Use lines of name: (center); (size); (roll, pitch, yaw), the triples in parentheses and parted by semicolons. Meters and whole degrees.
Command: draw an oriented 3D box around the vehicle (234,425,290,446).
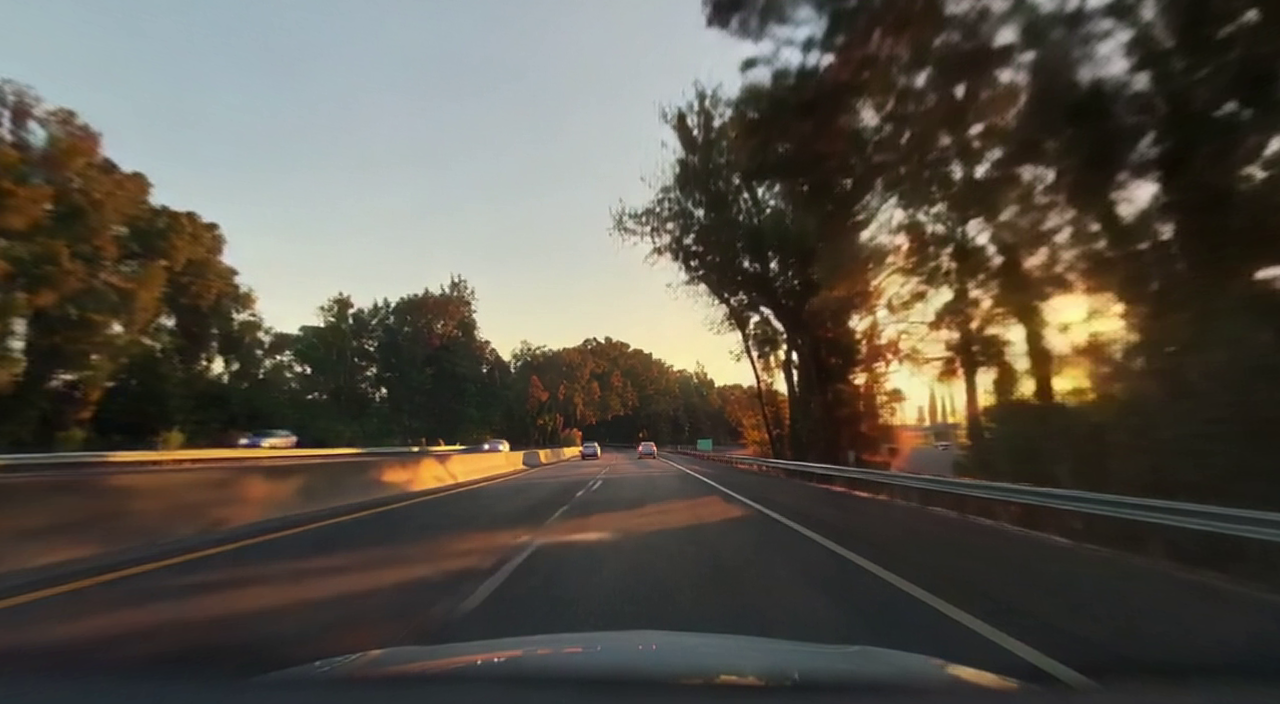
vehicle: (-29.655, 6.608, 49.508); (1.844, 1.582, 4.193); (0, -8, -2)
